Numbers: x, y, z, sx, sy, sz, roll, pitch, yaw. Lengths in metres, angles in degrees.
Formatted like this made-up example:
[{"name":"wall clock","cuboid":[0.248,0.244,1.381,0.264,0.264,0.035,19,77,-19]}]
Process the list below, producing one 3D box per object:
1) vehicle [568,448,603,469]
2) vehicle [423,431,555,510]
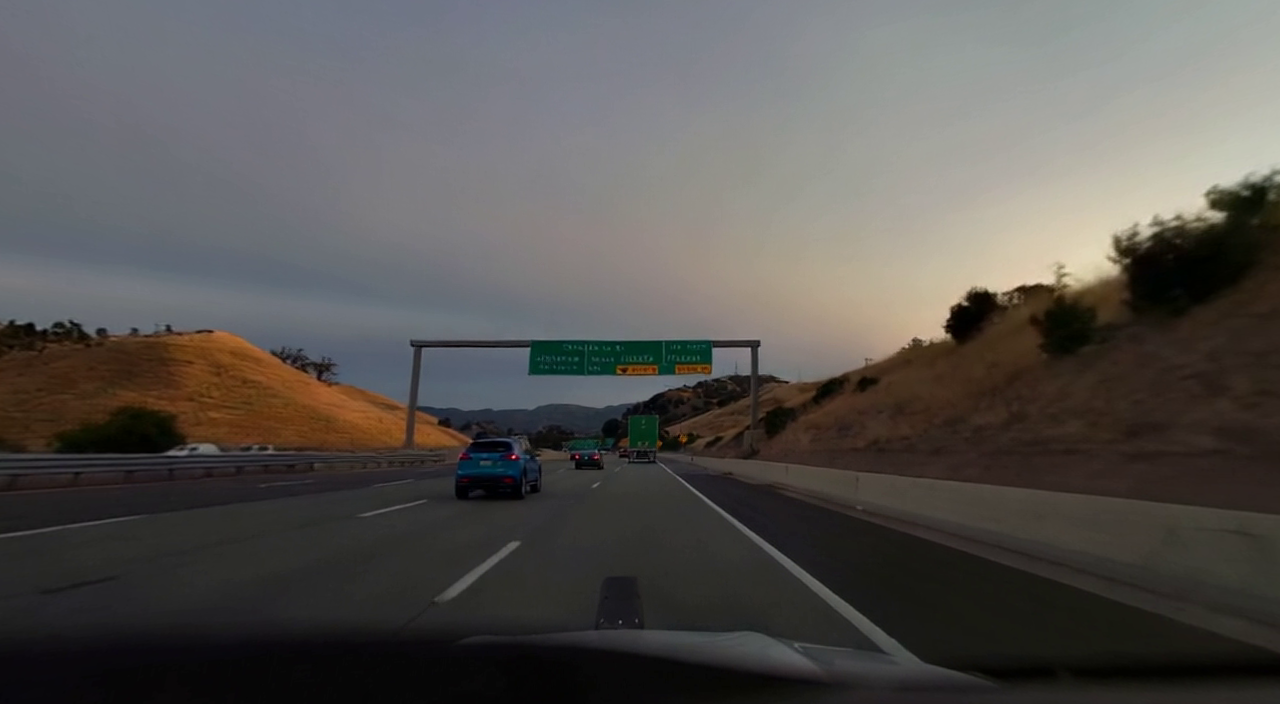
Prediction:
[{"name":"vehicle","cuboid":[-3.993,7.846,46.663,2.101,1.476,4.471,1,-9,1]},{"name":"vehicle","cuboid":[-3.685,2.997,16.420,2.194,1.725,4.698,0,-9,1]}]
